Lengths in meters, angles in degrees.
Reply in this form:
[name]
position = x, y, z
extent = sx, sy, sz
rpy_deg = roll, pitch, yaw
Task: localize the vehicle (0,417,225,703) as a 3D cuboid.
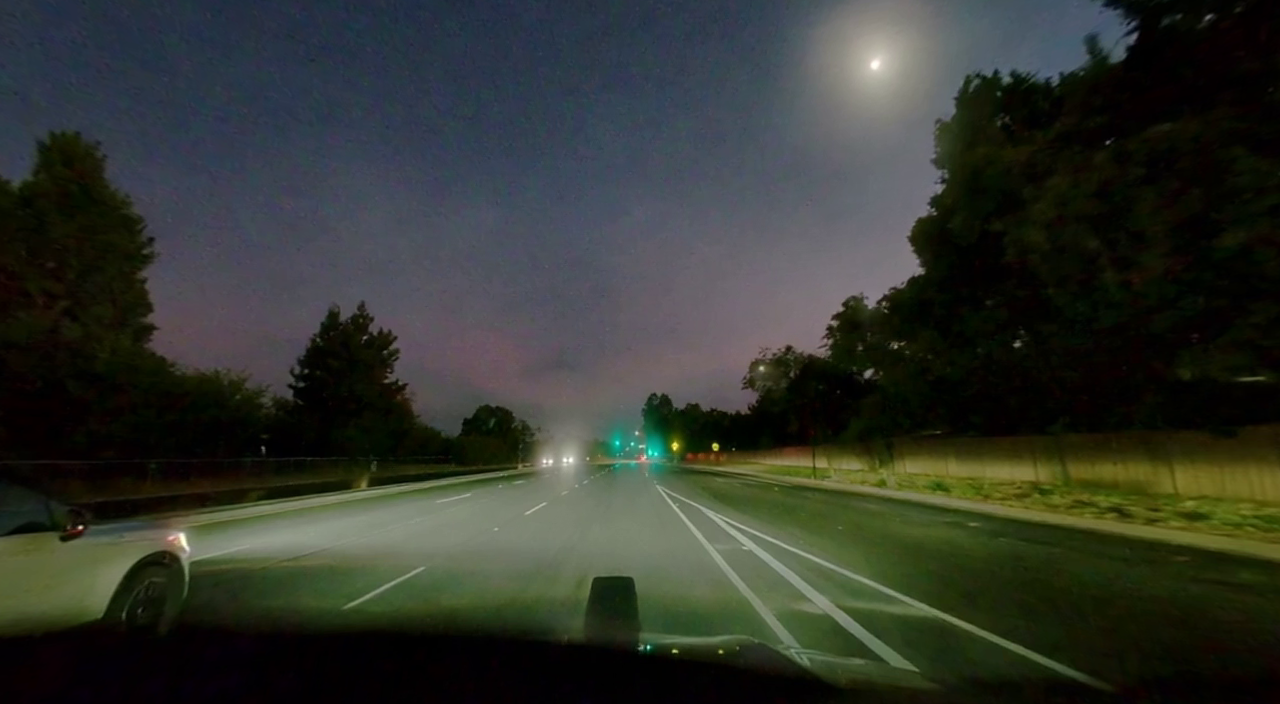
[vehicle]
position = -3.994, 0.923, 2.028
extent = 2.120, 1.488, 4.766
rpy_deg = 0, -8, -1
